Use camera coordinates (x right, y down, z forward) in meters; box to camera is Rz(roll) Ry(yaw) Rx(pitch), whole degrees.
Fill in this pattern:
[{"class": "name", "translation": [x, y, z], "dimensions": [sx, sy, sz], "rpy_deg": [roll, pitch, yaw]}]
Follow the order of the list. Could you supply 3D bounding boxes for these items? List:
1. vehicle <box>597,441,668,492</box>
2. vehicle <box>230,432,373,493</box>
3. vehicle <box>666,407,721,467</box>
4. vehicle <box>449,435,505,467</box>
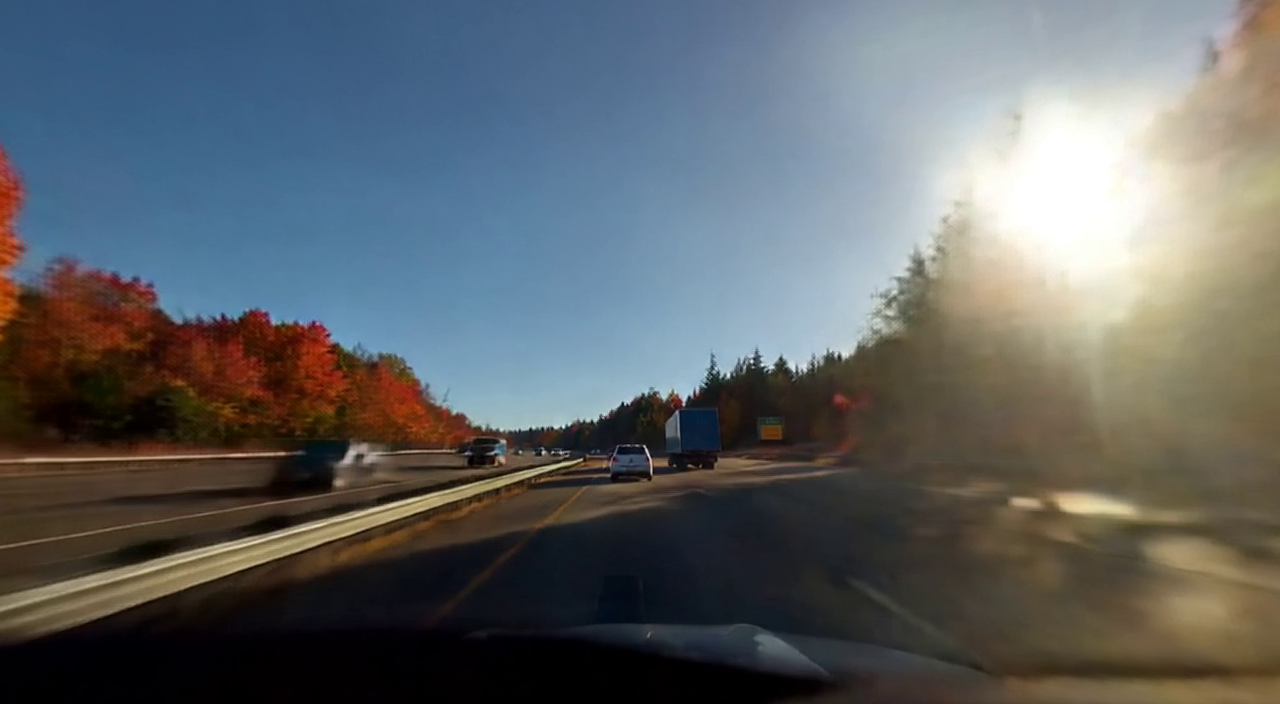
[{"class": "vehicle", "translation": [-0.280, 3.746, 20.856], "dimensions": [2.099, 1.506, 4.097], "rpy_deg": [0, -9, -1]}, {"class": "vehicle", "translation": [-9.226, 3.052, 17.525], "dimensions": [1.796, 1.466, 3.929], "rpy_deg": [-1, -9, 0]}, {"class": "vehicle", "translation": [3.919, 6.905, 49.632], "dimensions": [2.900, 4.013, 14.455], "rpy_deg": [1, -9, -1]}, {"class": "vehicle", "translation": [-9.773, 6.000, 38.006], "dimensions": [2.175, 1.804, 4.631], "rpy_deg": [0, -9, -1]}]
